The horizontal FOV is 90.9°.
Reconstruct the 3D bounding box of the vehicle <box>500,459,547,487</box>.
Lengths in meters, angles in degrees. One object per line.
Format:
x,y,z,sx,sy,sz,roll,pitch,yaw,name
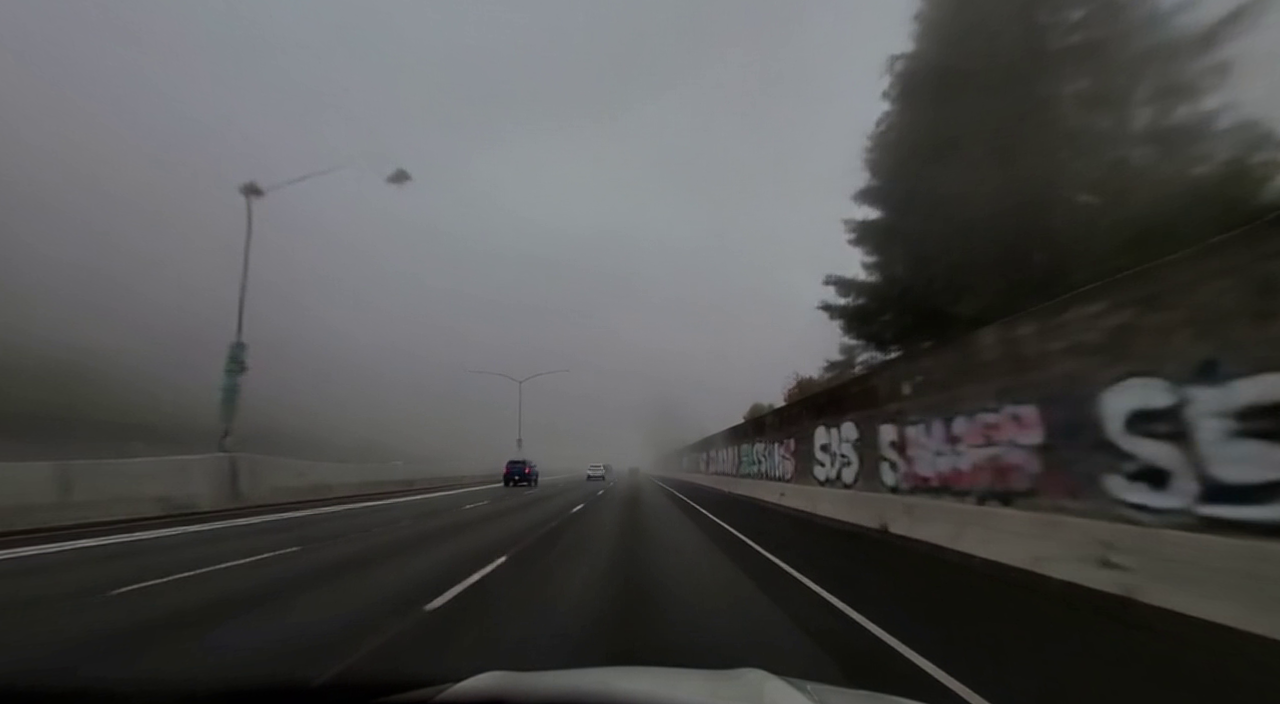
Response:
-7.267,7.608,39.808,2.124,1.630,4.416,1,-10,0,vehicle
